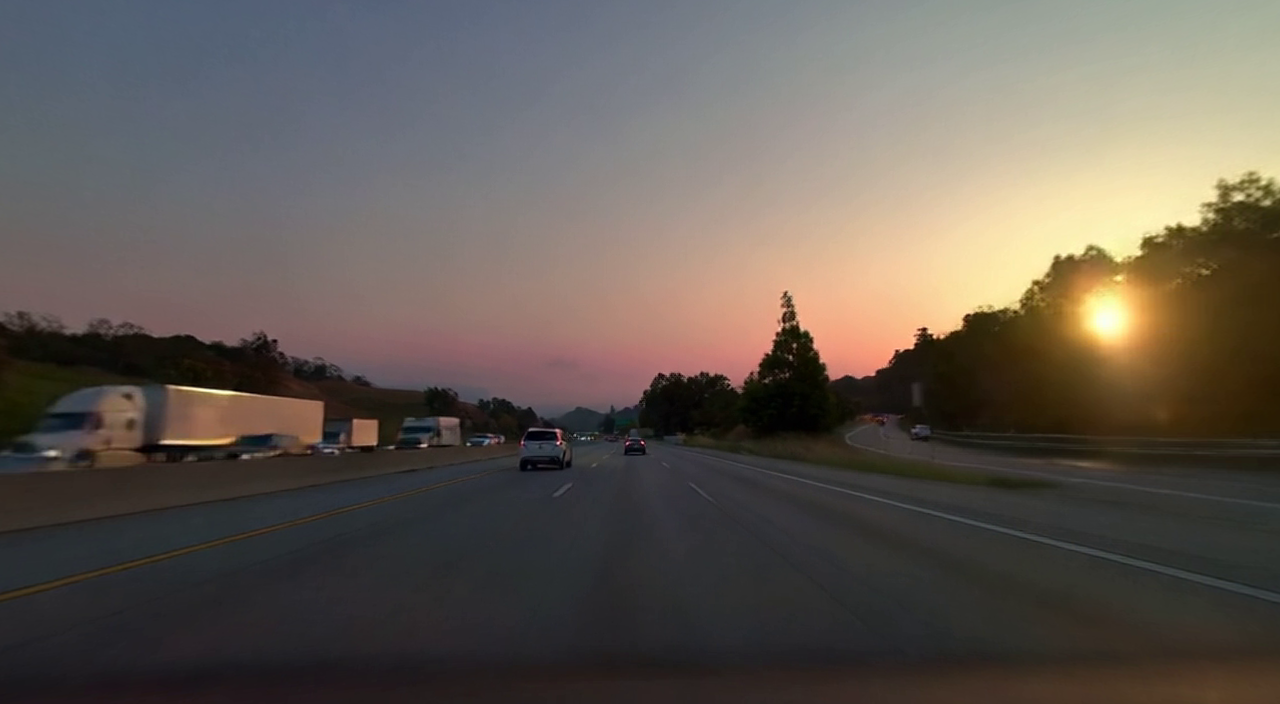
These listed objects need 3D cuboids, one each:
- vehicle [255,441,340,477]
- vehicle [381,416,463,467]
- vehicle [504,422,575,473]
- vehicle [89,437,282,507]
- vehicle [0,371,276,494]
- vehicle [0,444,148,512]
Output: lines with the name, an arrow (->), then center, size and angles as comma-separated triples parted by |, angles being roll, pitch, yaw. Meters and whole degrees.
vehicle -> -15.913, 4.948, 29.424 | 1.846, 1.550, 3.815 | 0, -8, 0
vehicle -> -11.769, 4.891, 34.515 | 2.420, 2.524, 5.654 | 0, -8, 0
vehicle -> -3.983, 3.885, 25.859 | 2.115, 1.887, 4.721 | 0, -8, 0
vehicle -> -11.335, 2.955, 16.119 | 1.888, 1.538, 4.057 | 0, -8, 1
vehicle -> -19.858, 3.342, 25.904 | 3.141, 3.906, 11.698 | 0, -8, -2
vehicle -> -15.928, 3.254, 16.756 | 1.874, 1.528, 4.714 | 0, -8, -1
